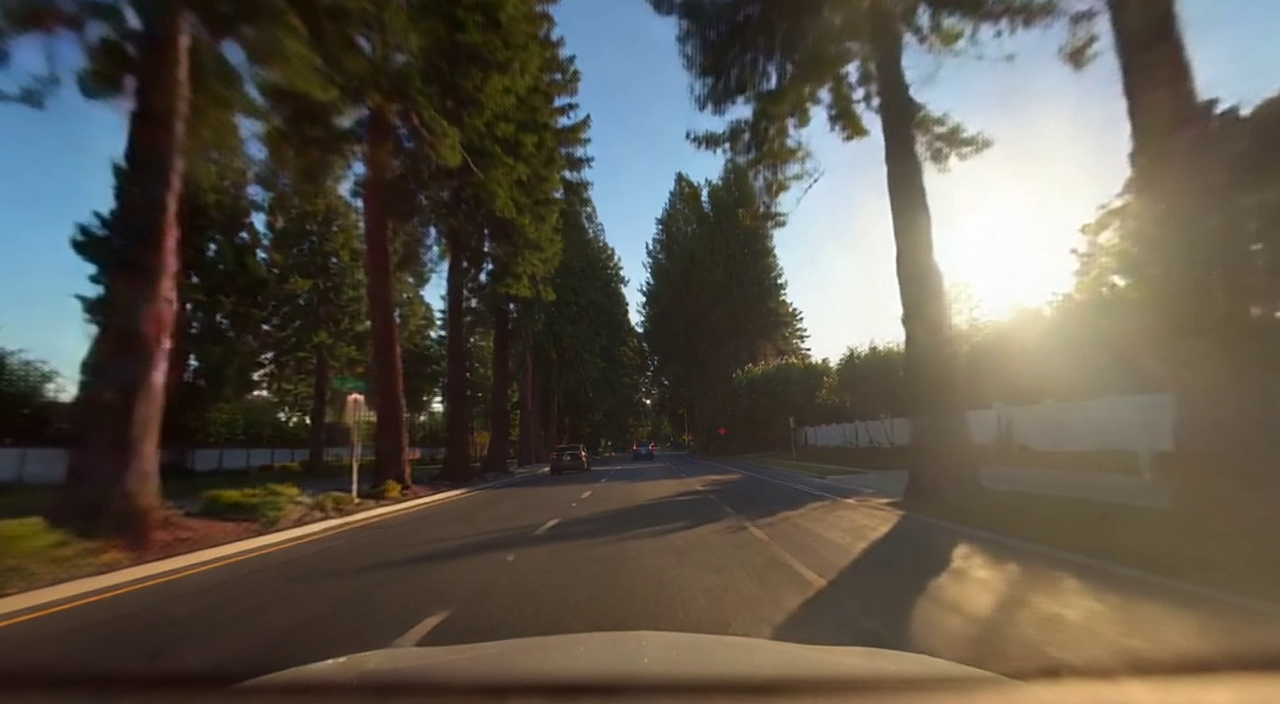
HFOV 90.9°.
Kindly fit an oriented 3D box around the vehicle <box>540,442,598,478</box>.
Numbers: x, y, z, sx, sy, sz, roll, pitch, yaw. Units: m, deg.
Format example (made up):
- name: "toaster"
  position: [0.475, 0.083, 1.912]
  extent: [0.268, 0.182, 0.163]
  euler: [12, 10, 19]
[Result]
- name: "vehicle"
  position: [-3.110, 4.823, 28.446]
  extent: [2.021, 1.466, 4.330]
  euler: [0, -9, 1]
